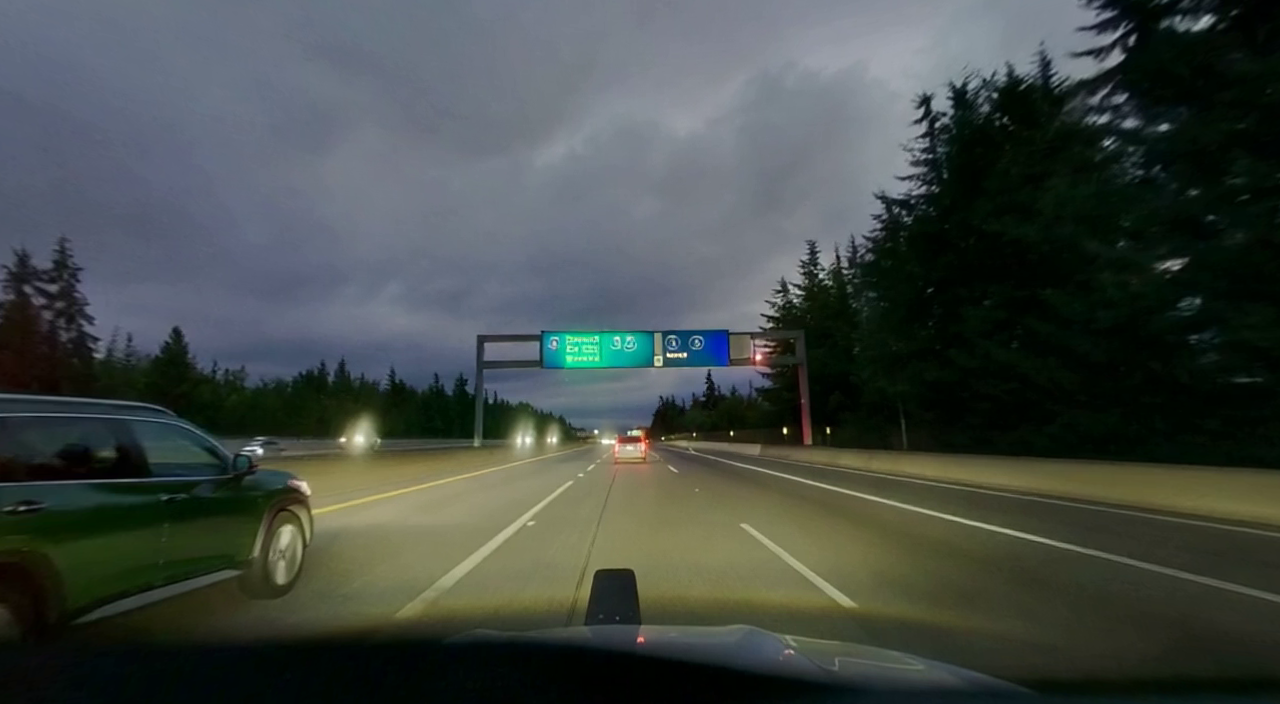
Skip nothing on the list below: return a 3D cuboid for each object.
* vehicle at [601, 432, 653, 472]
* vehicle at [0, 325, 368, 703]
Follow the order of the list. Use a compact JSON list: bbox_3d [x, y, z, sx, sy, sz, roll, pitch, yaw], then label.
[{"bbox_3d":[-0.550,4.184,26.543,2.010,1.534,4.013,0,-8,-1],"label":"vehicle"},{"bbox_3d":[-3.368,0.857,3.025,2.111,1.689,4.505,0,-8,0],"label":"vehicle"}]
